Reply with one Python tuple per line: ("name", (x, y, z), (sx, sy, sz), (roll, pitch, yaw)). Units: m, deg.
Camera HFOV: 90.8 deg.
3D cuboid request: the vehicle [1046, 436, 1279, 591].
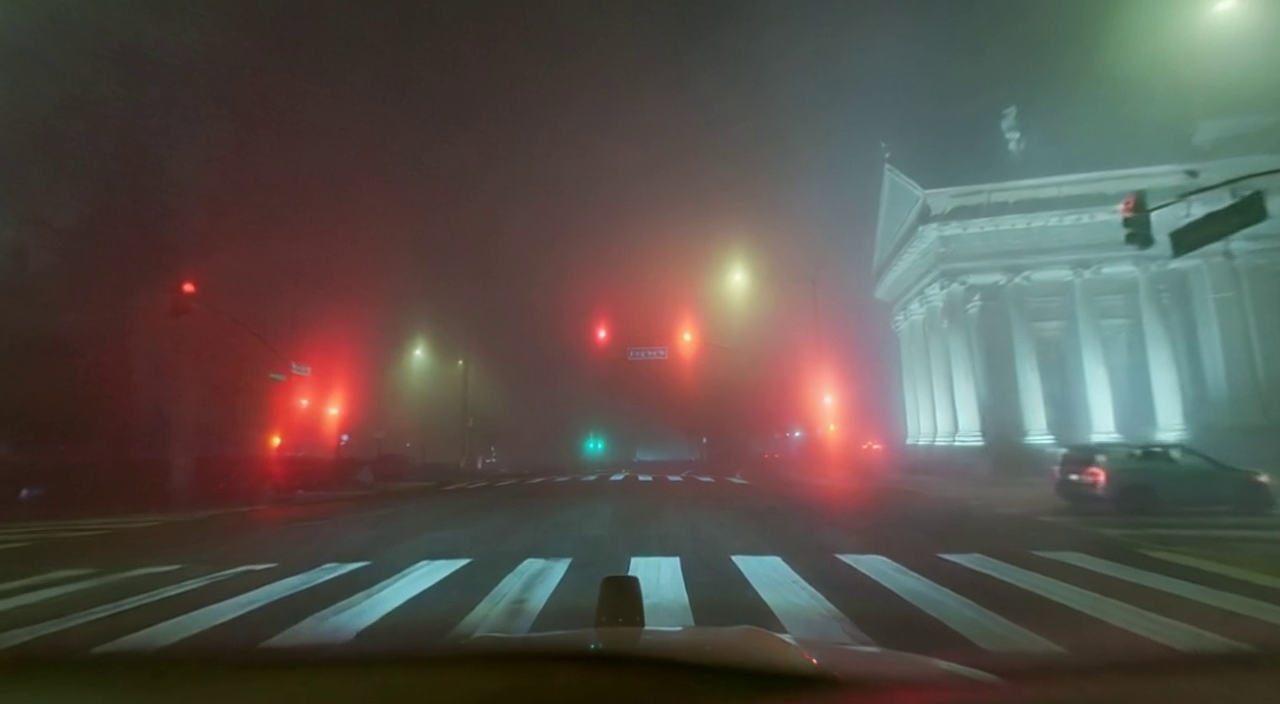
("vehicle", (6.860, 1.918, 8.439), (2.085, 1.530, 4.125), (-5, -10, 29))
